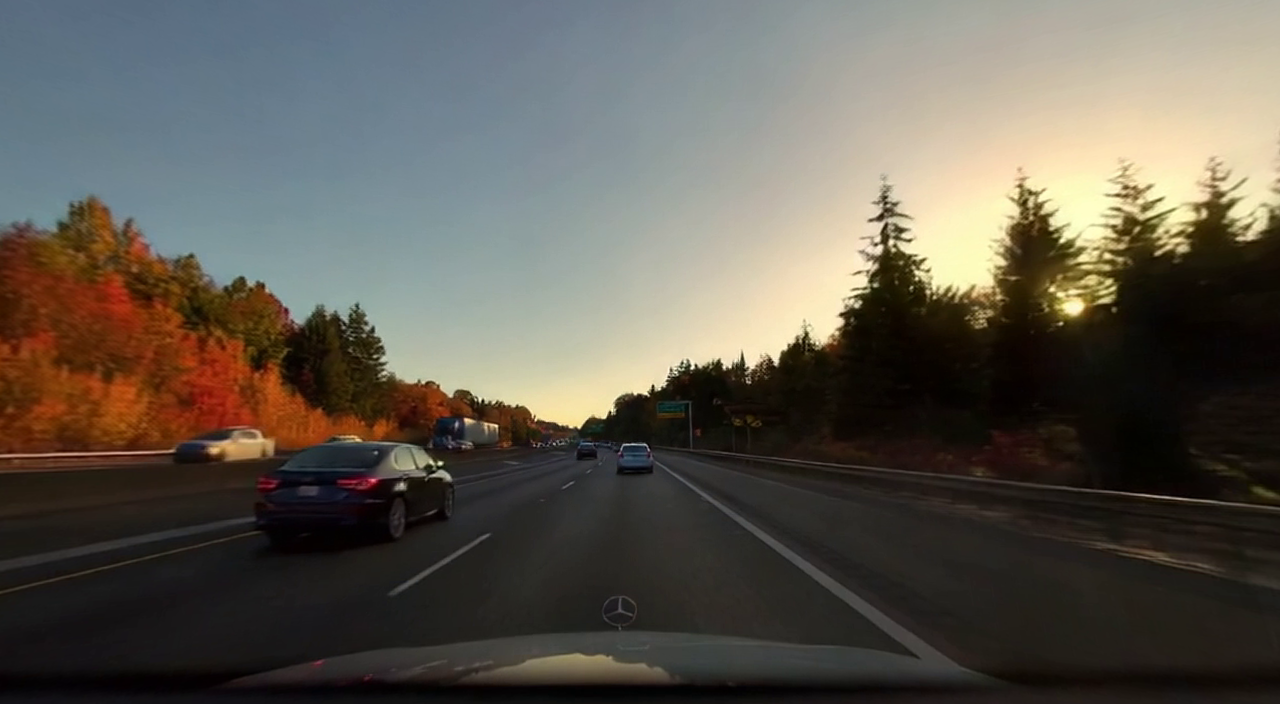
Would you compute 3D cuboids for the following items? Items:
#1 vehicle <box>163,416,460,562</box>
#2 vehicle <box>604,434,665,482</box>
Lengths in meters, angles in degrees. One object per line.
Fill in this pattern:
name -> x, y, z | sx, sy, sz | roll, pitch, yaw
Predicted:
vehicle -> -4.376, 1.909, 9.454 | 1.931, 1.603, 4.739 | 0, -9, -1
vehicle -> -0.223, 4.018, 23.965 | 2.115, 1.661, 4.049 | 0, -9, 0
